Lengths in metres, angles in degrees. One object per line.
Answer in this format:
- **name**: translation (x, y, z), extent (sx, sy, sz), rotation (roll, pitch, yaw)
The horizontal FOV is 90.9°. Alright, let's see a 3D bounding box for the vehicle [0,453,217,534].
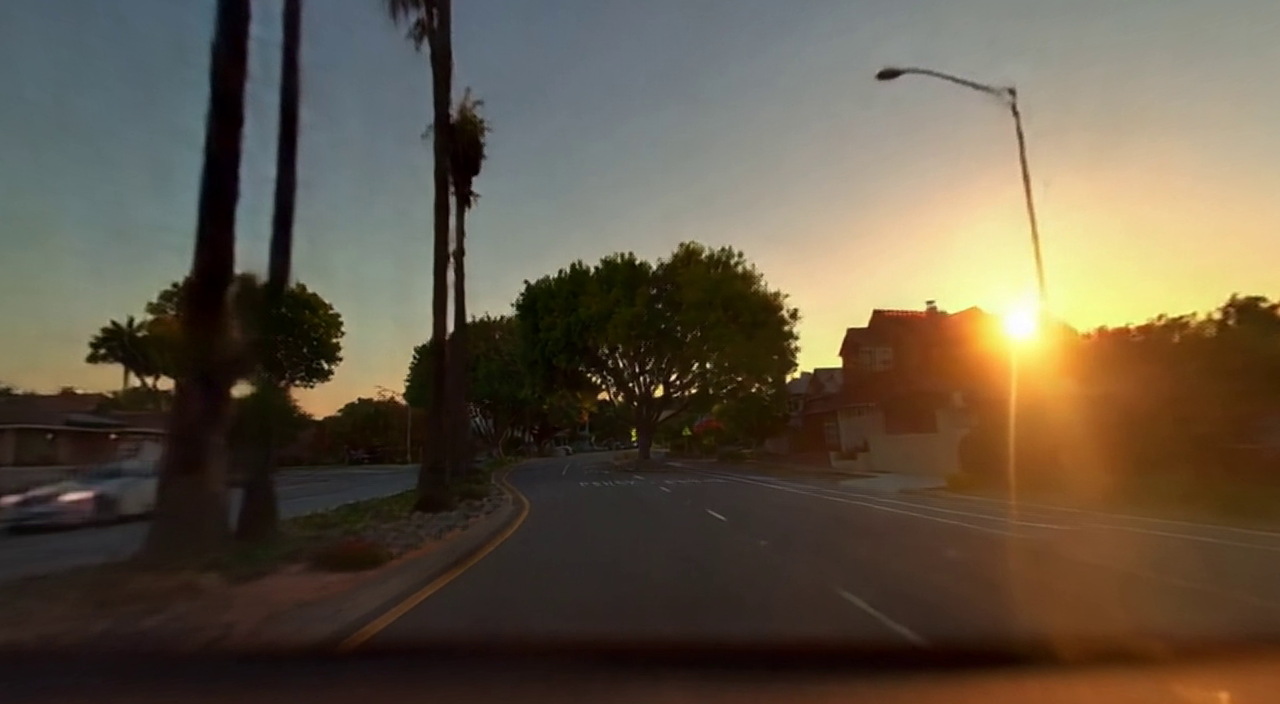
- **vehicle**: translation (-12.322, 3.136, 14.644), extent (1.965, 1.492, 4.498), rotation (0, -8, -2)
